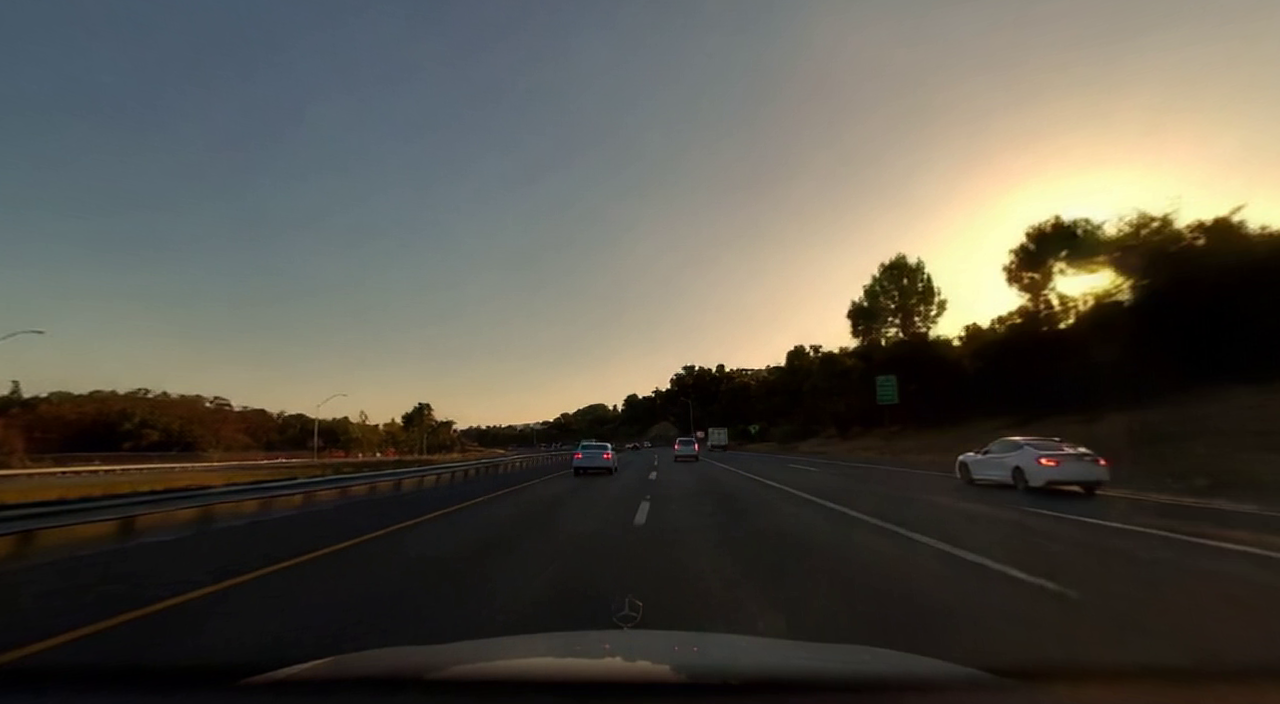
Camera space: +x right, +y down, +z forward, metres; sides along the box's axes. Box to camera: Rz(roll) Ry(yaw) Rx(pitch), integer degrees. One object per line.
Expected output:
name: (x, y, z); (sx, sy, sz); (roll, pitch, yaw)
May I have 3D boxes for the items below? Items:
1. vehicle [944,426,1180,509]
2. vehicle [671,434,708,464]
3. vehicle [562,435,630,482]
vehicle: (8.963, 2.485, 14.059); (1.870, 1.493, 5.015); (0, -8, 1)
vehicle: (3.005, 6.014, 38.998); (2.063, 1.698, 4.355); (0, -8, 1)
vehicle: (-1.513, 3.876, 23.200); (2.050, 1.546, 4.344); (-1, -8, 2)
